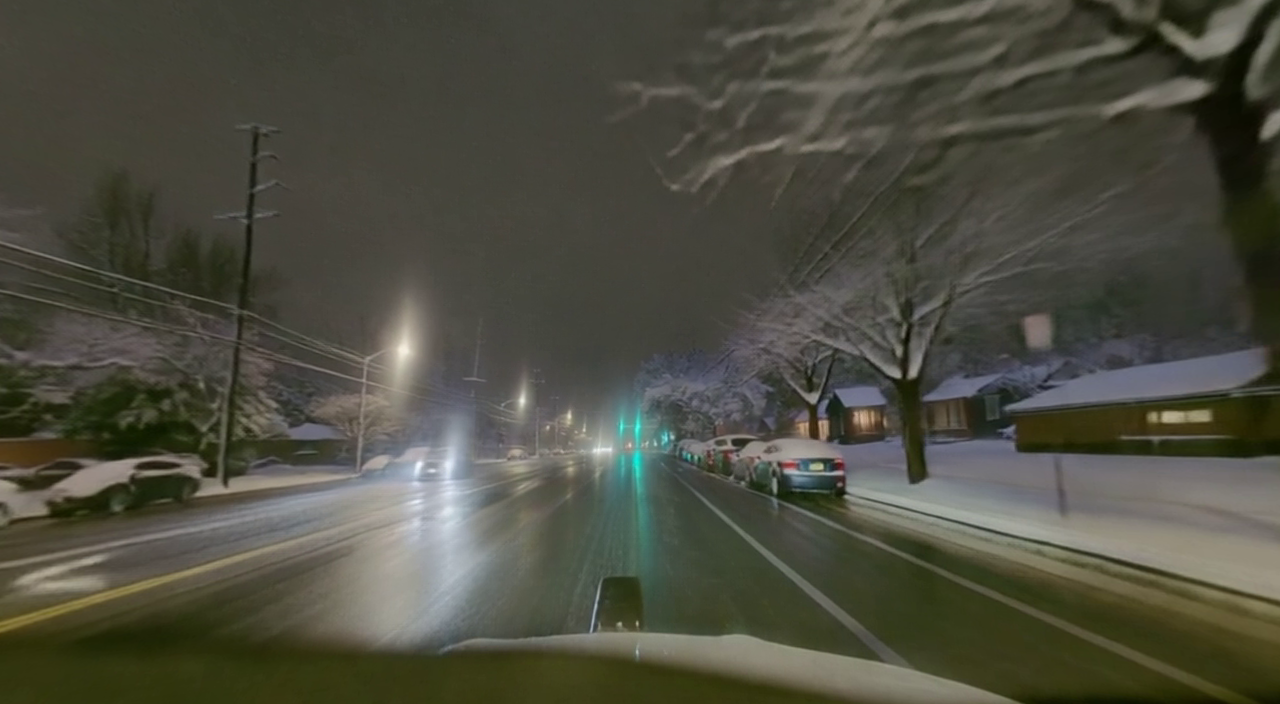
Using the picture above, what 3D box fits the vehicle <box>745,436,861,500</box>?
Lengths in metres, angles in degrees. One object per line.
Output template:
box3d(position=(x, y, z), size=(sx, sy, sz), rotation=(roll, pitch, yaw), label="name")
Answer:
box3d(position=(4.415, 3.203, 17.932), size=(1.927, 1.523, 4.668), rotation=(0, -8, -1), label="vehicle")

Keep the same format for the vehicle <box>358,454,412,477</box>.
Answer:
box3d(position=(-17.868, 7.934, 44.410), size=(1.921, 1.480, 4.392), rotation=(-1, -8, 1), label="vehicle")

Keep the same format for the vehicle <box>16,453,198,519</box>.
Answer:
box3d(position=(-17.808, 4.451, 21.518), size=(2.105, 1.734, 4.673), rotation=(-4, -8, 1), label="vehicle")

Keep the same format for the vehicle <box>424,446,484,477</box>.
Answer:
box3d(position=(-10.171, 5.982, 34.914), size=(1.978, 1.566, 4.357), rotation=(-1, -8, 0), label="vehicle")
